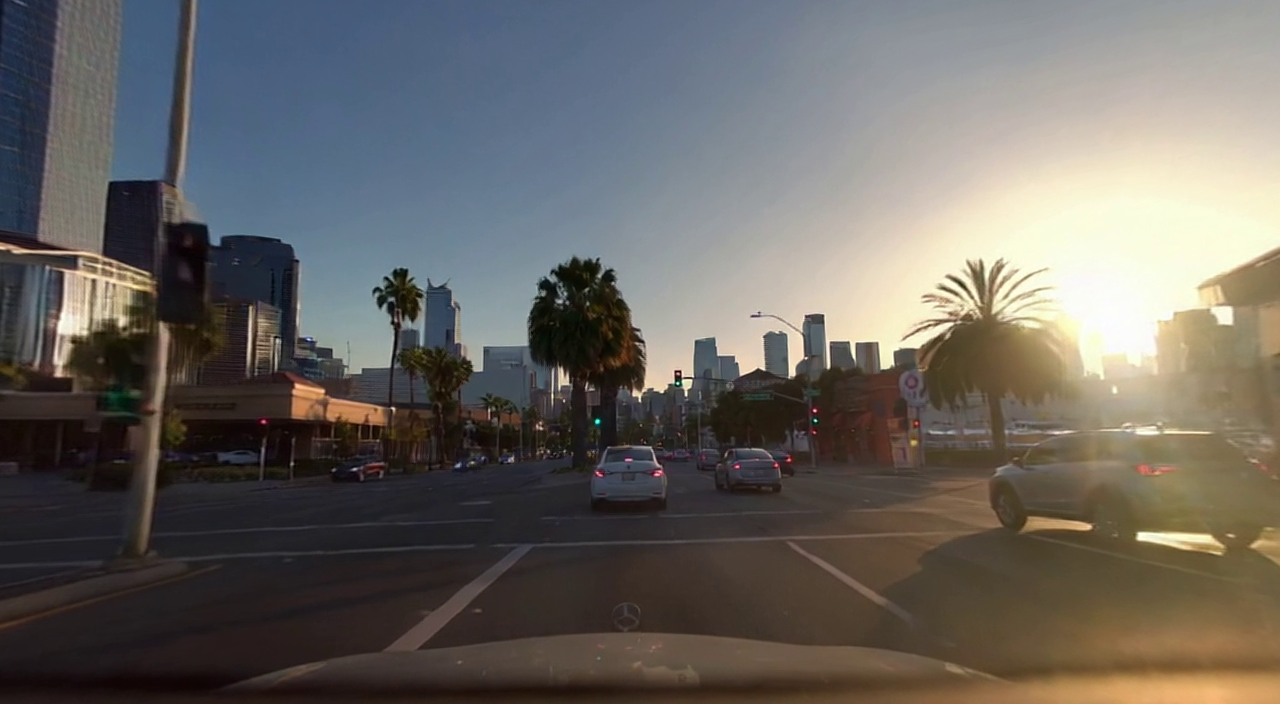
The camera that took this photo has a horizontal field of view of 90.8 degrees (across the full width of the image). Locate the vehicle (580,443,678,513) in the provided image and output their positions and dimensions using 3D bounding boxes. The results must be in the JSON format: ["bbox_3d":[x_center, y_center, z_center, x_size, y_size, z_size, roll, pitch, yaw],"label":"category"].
[{"bbox_3d":[-0.280,3.005,15.605,2.110,1.487,3.873,0,-8,-1],"label":"vehicle"}]

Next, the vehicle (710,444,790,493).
[{"bbox_3d":[3.708,3.995,22.104,1.892,1.532,4.177,0,-8,-2],"label":"vehicle"}]

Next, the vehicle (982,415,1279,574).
[{"bbox_3d":[6.934,1.817,8.832,1.940,1.674,4.085,0,-8,-1],"label":"vehicle"}]

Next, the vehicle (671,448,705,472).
[{"bbox_3d":[3.326,7.595,44.756,2.012,1.570,4.600,0,-8,0],"label":"vehicle"}]
